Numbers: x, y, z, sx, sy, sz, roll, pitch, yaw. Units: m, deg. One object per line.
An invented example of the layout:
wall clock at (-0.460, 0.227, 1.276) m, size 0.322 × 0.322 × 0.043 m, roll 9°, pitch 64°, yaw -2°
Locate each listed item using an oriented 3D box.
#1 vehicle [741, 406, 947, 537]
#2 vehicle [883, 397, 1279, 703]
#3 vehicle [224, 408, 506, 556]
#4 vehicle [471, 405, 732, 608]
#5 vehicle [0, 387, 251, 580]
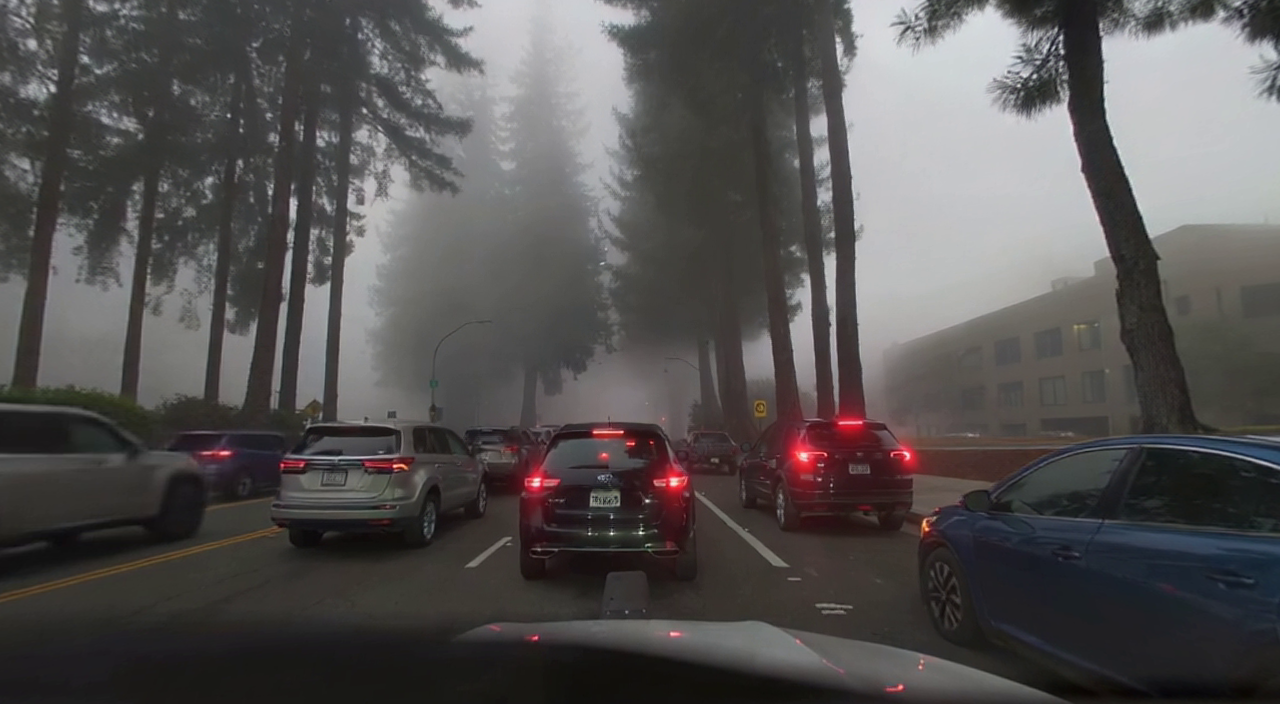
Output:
vehicle at (3.335, 2.085, 11.538) m, size 2.117 × 1.879 × 4.715 m, roll 0°, pitch -8°, yaw -1°
vehicle at (3.237, 1.071, 3.377) m, size 2.045 × 1.459 × 4.462 m, roll 0°, pitch -8°, yaw -1°
vehicle at (-3.767, 1.887, 9.888) m, size 2.141 × 1.718 × 4.809 m, roll 0°, pitch -8°, yaw 1°
vehicle at (-0.357, 1.588, 7.425) m, size 2.114 × 1.631 × 4.459 m, roll 0°, pitch -8°, yaw -1°
vehicle at (-7.104, 1.427, 7.186) m, size 2.066 × 1.814 × 5.097 m, roll 0°, pitch -8°, yaw 0°
